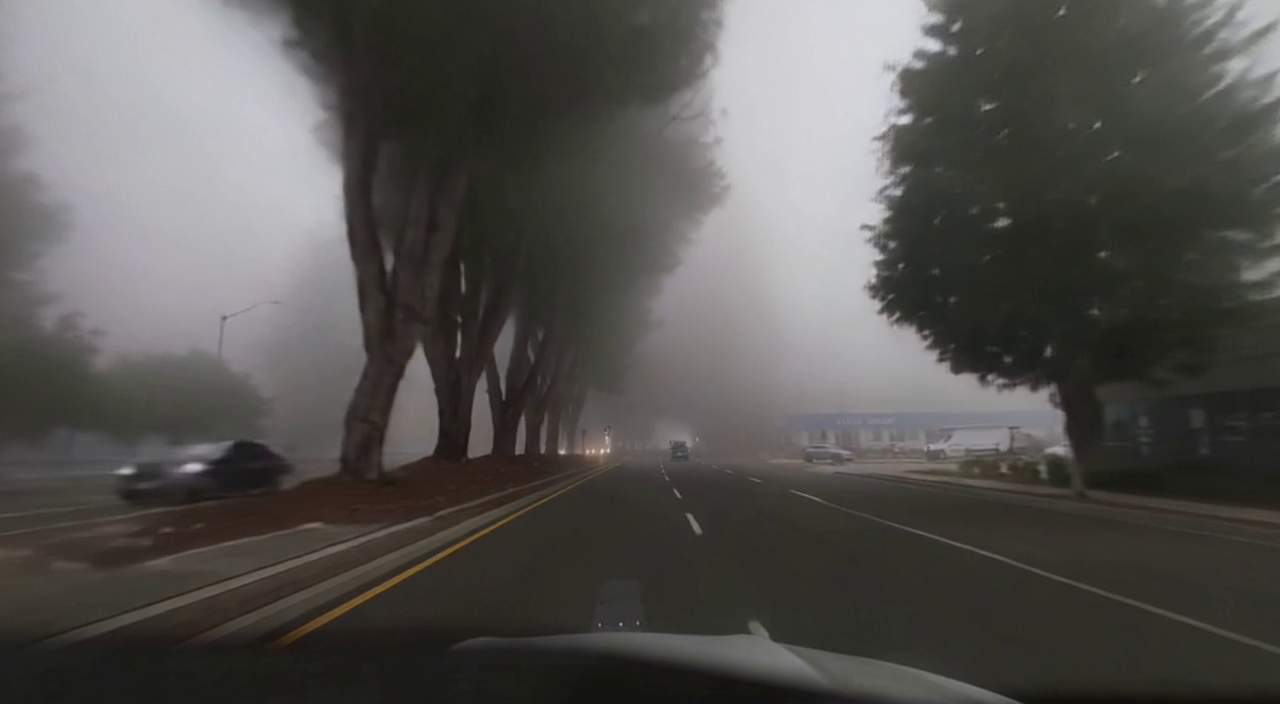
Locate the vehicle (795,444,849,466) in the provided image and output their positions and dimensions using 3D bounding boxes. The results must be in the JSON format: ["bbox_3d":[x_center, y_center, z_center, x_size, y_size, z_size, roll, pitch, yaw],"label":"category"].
[{"bbox_3d":[14.213,7.971,49.176,4.319,1.624,1.988,7,-11,-41],"label":"vehicle"}]

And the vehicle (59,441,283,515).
[{"bbox_3d":[-10.590,2.835,14.812,1.930,1.449,4.361,0,-8,-1],"label":"vehicle"}]
